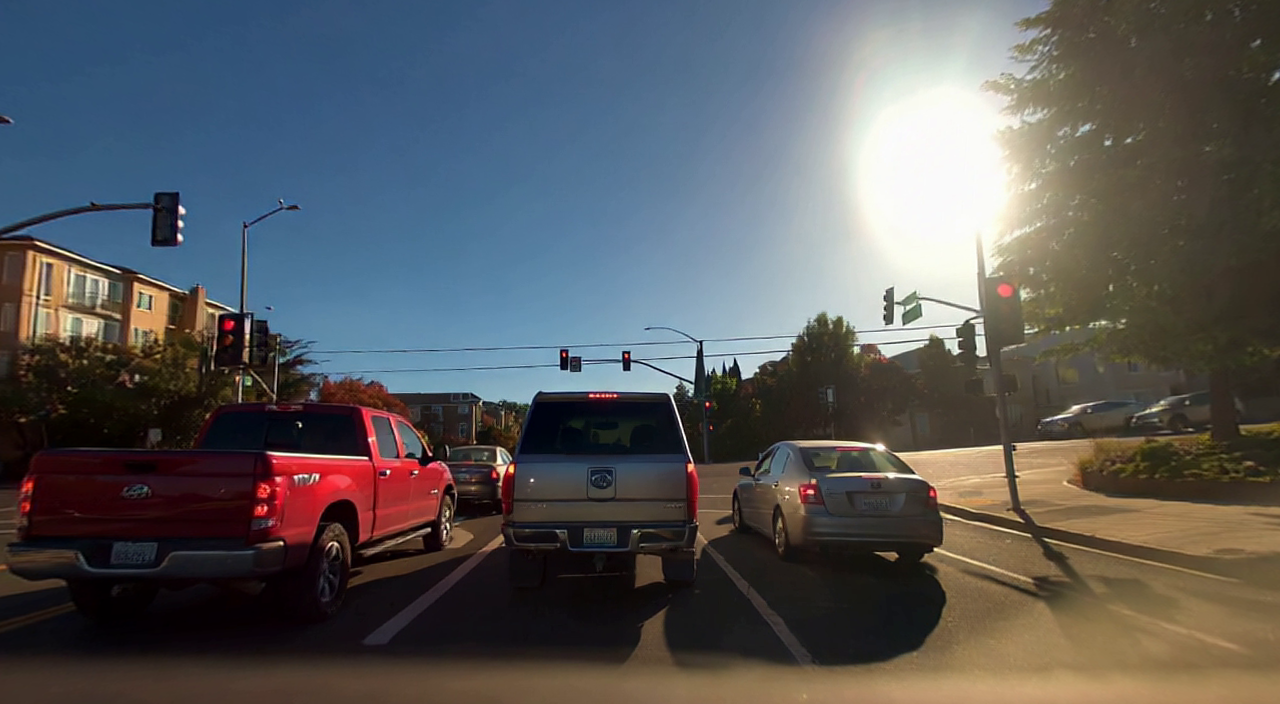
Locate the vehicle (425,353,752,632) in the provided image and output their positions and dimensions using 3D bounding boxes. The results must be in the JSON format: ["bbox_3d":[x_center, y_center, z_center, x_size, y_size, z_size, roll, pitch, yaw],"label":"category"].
[{"bbox_3d":[-0.391,1.310,6.747,2.282,1.964,4.421,0,-9,-1],"label":"vehicle"}]

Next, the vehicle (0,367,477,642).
[{"bbox_3d":[-3.453,1.392,6.866,2.146,1.828,5.148,0,-9,-2],"label":"vehicle"}]

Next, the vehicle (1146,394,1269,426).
[{"bbox_3d":[29.281,3.039,32.689,4.540,1.543,1.803,0,-9,0],"label":"vehicle"}]

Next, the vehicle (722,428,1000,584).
[{"bbox_3d":[2.414,1.812,8.309,2.016,1.481,4.336,0,-9,-1],"label":"vehicle"}]

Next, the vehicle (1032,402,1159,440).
[{"bbox_3d":[23.316,3.586,32.485,4.721,1.866,2.188,0,-9,2],"label":"vehicle"}]
